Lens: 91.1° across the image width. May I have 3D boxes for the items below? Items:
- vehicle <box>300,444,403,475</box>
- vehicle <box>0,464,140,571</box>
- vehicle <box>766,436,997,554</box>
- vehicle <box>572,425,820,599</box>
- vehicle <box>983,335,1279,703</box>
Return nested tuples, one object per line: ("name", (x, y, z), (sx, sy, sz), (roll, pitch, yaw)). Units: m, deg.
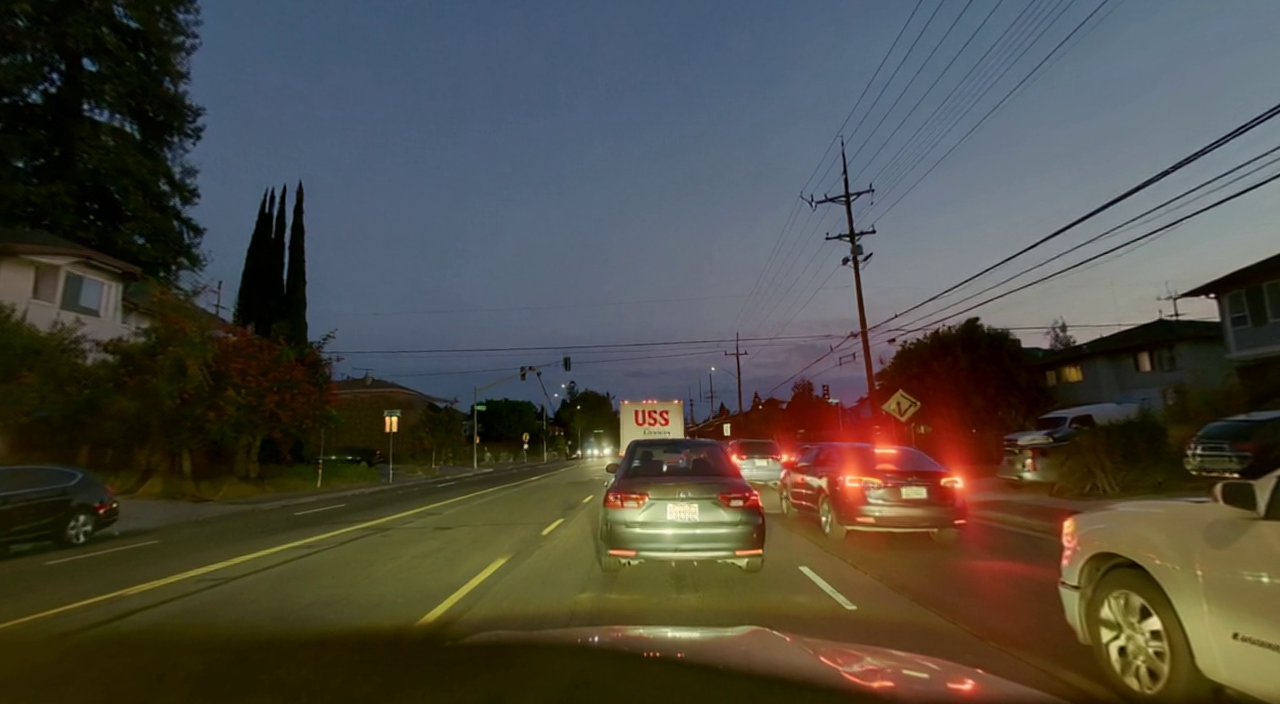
("vehicle", (-17.433, 6.494, 38.110), (5.274, 1.793, 1.921), (0, -8, 2))
("vehicle", (-10.343, 2.479, 9.289), (1.925, 1.482, 4.753), (0, -8, 1))
("vehicle", (3.519, 2.152, 10.275), (1.993, 1.479, 4.487), (0, -8, 0))
("vehicle", (0.483, 1.727, 7.741), (2.158, 1.499, 4.377), (0, -8, 0))
("vehicle", (3.317, 0.735, 1.752), (2.069, 1.722, 4.888), (0, -8, 2))
